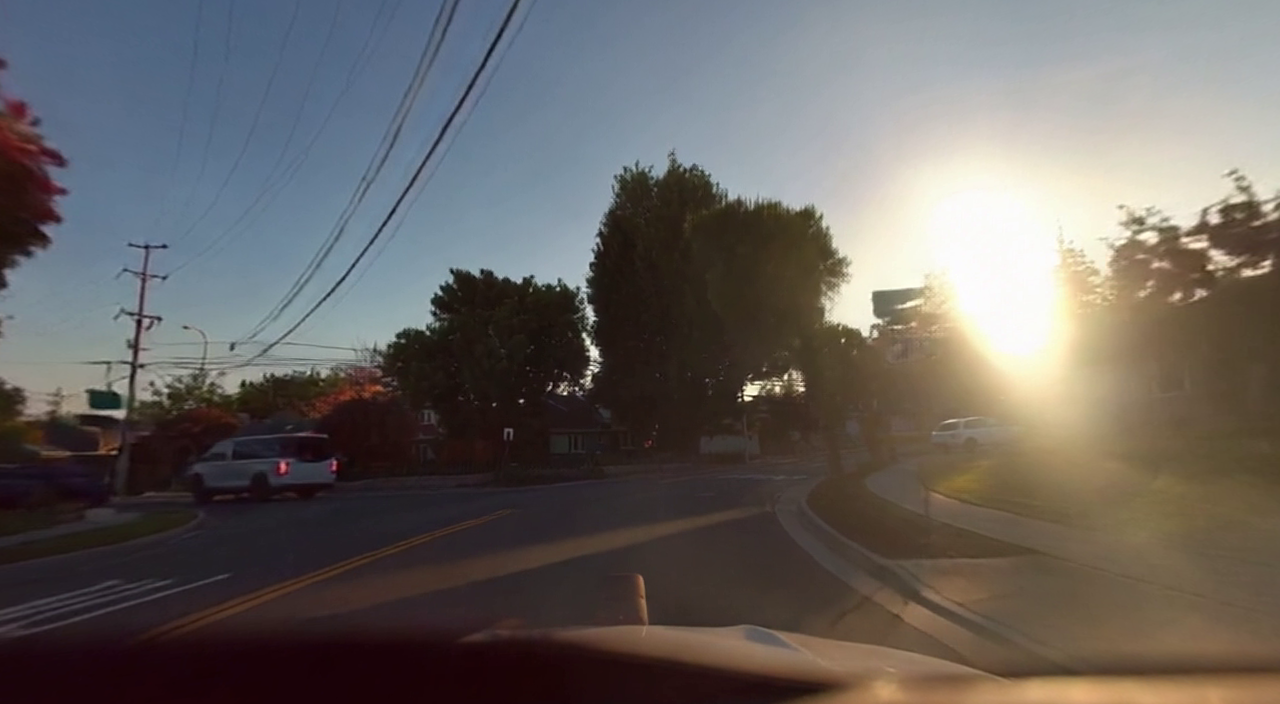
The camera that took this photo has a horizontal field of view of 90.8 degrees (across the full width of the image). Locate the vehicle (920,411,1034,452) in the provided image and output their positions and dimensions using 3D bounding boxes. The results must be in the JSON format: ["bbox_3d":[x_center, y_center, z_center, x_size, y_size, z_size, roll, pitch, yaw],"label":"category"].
[{"bbox_3d":[18.493,4.469,34.864,2.056,2.014,5.011,7,-12,-42],"label":"vehicle"}]

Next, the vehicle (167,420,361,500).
[{"bbox_3d":[-16.159,4.581,27.172,7.559,3.058,2.929,-3,-9,21],"label":"vehicle"}]
